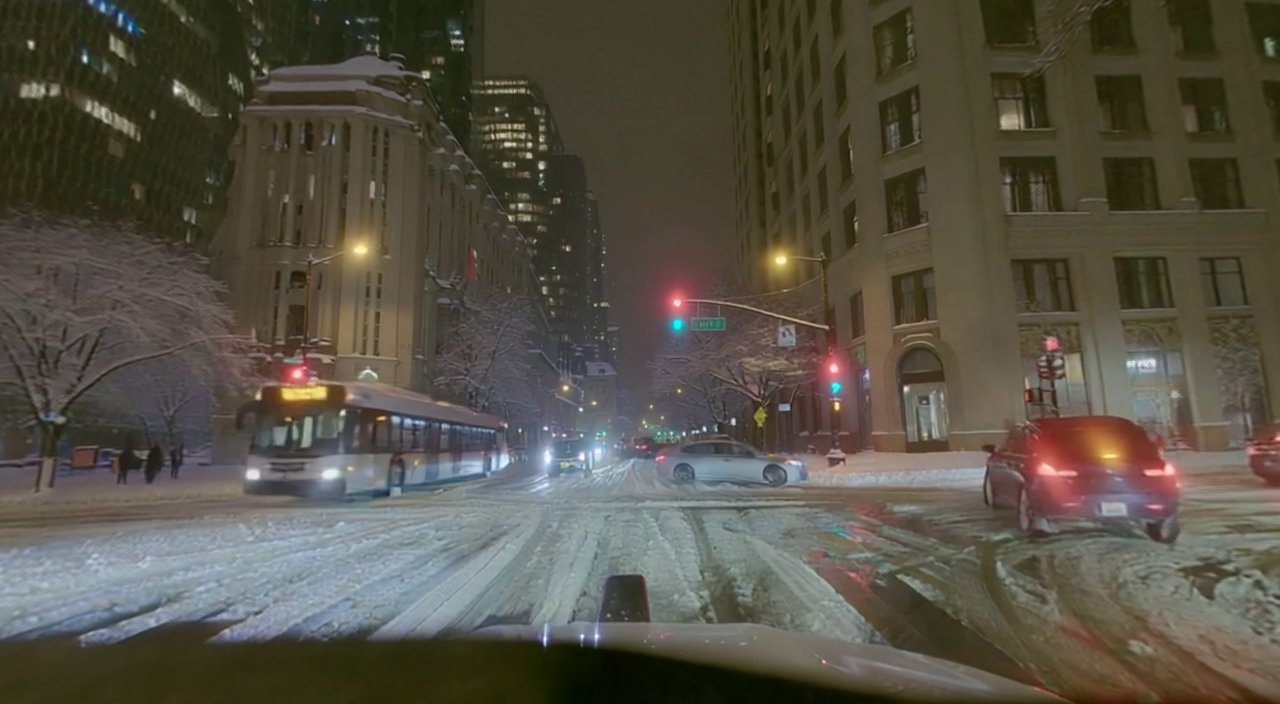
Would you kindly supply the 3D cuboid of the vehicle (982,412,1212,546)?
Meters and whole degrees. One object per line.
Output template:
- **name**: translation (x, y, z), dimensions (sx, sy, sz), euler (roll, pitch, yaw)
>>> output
- **vehicle**: translation (6.433, 1.777, 9.489), dimensions (2.006, 1.495, 4.271), euler (-4, -9, 26)

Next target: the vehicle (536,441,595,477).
- **vehicle**: translation (-3.128, 4.606, 27.422), dimensions (1.904, 1.402, 4.759), euler (0, -8, 1)

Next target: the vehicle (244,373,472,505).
- **vehicle**: translation (-8.713, 3.009, 21.577), dimensions (2.916, 3.427, 10.189), euler (0, -8, 1)

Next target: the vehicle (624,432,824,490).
- **vehicle**: translation (2.408, 3.184, 18.525), dimensions (5.388, 1.465, 2.050), euler (-5, -8, 27)
